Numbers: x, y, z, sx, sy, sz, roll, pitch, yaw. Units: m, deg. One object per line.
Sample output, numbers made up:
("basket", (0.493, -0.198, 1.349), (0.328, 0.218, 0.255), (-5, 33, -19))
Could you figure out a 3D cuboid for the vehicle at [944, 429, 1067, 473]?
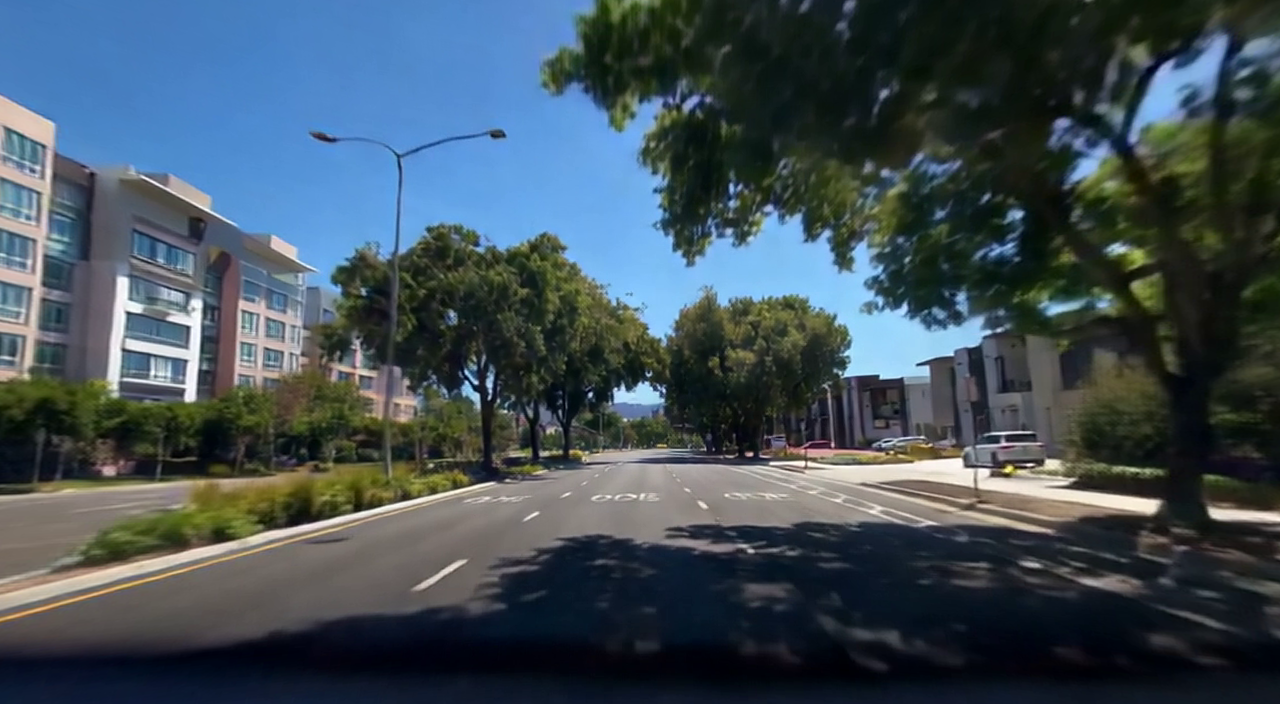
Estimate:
("vehicle", (13.628, 3.735, 23.875), (1.879, 1.507, 4.836), (0, -9, 2))
